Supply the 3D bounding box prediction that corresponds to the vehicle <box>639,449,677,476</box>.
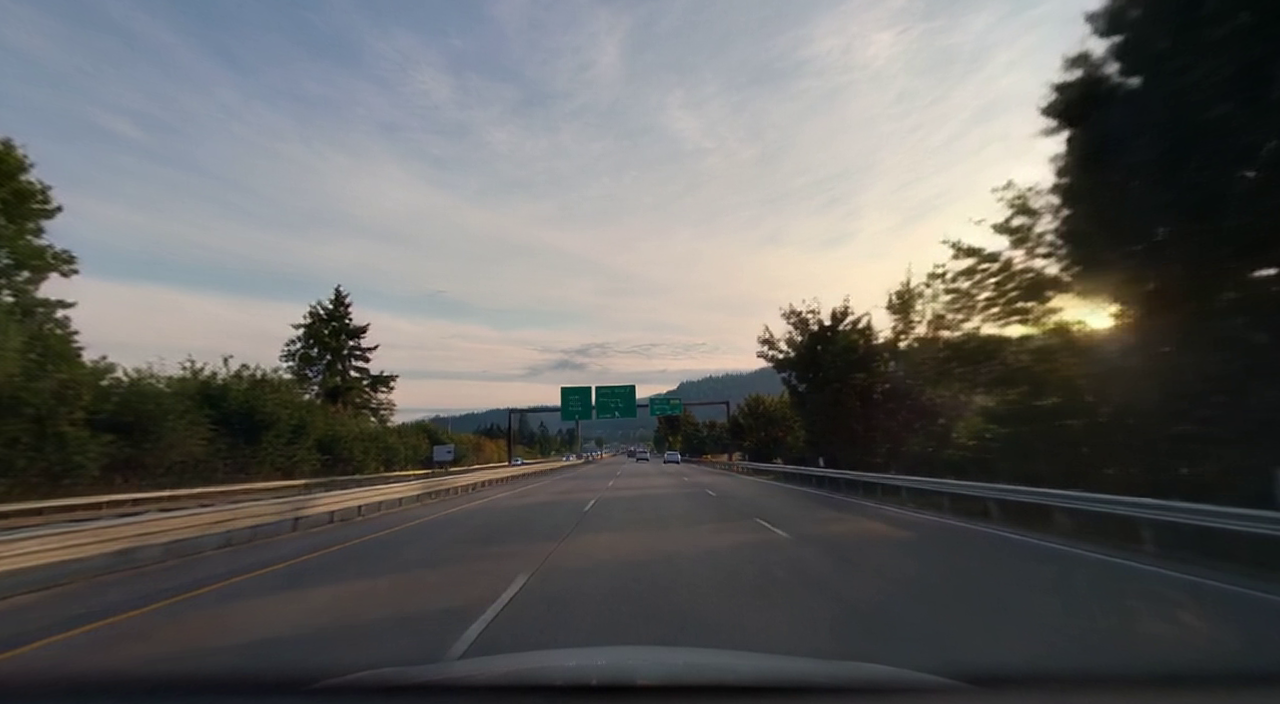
[{"bbox_3d":[0.994,6.379,36.569,2.036,1.457,3.471,0,-9,-1],"label":"vehicle"}]
